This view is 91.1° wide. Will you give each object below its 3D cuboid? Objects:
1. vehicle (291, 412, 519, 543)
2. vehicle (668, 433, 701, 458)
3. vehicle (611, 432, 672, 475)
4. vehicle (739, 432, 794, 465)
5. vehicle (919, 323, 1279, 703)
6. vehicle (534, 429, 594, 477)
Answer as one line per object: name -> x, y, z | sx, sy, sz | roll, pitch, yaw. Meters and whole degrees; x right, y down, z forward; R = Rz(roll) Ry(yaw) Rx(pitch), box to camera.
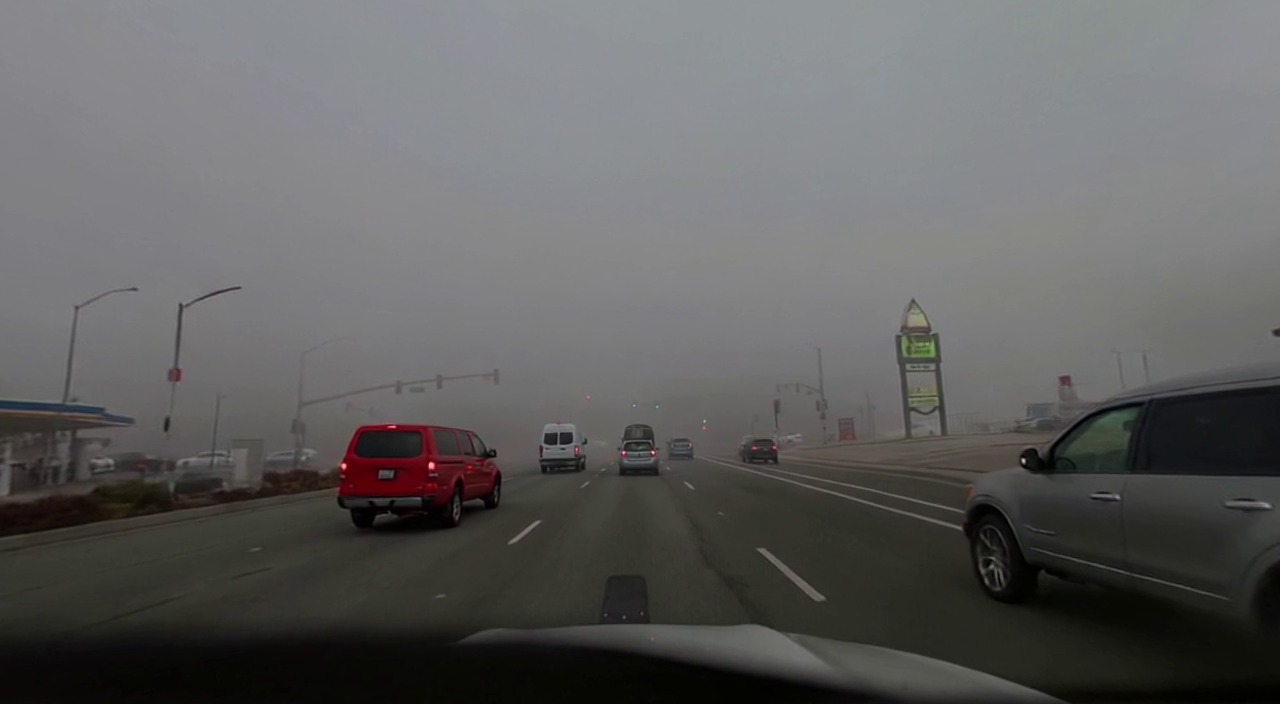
vehicle -> -3.681, 2.082, 11.138 | 2.002, 1.747, 5.173 | 0, -8, 0
vehicle -> 3.481, 7.417, 49.763 | 2.193, 1.795, 5.130 | 0, -8, 0
vehicle -> 0.064, 4.501, 27.966 | 2.426, 1.703, 5.602 | 0, -8, 0
vehicle -> 7.065, 5.461, 35.567 | 2.119, 1.696, 4.623 | 0, -8, 0
vehicle -> 3.778, 0.929, 3.703 | 2.055, 1.786, 4.817 | 0, -8, 1
vehicle -> -3.311, 4.533, 28.437 | 2.025, 1.936, 4.995 | 0, -8, 1
